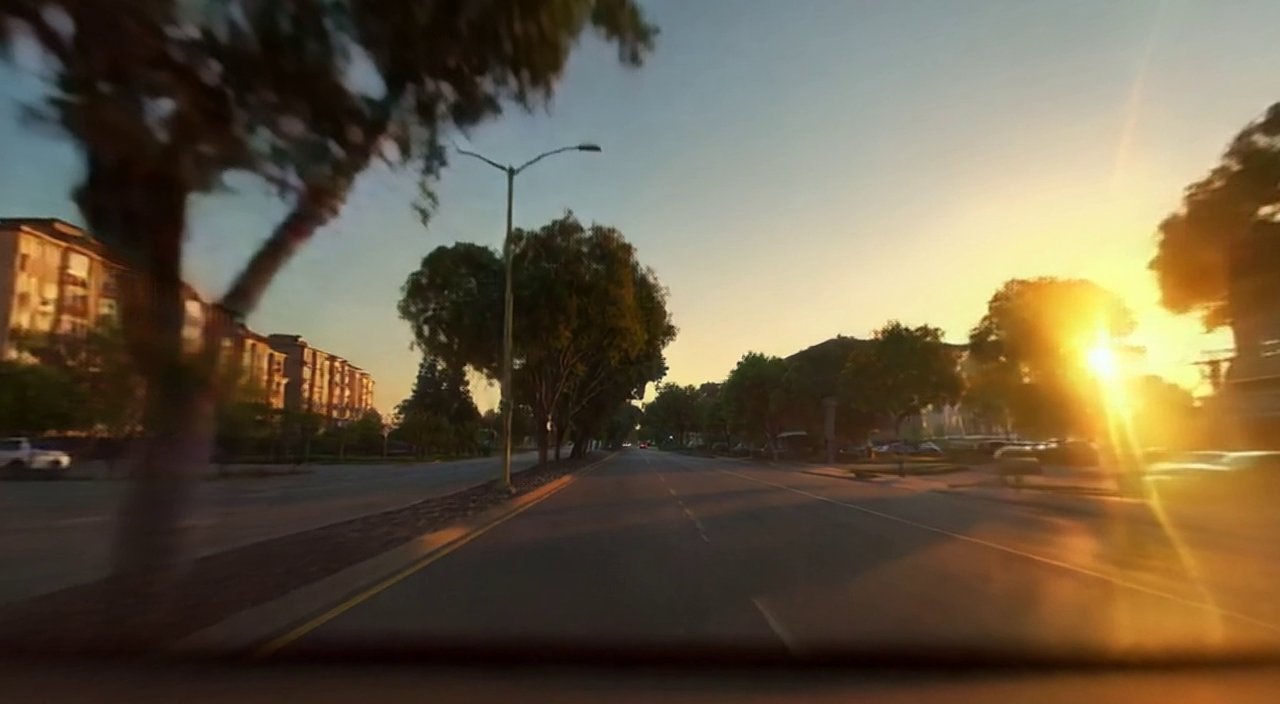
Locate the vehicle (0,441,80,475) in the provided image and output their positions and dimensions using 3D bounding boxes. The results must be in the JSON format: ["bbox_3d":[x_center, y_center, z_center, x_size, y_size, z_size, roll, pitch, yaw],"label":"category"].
[{"bbox_3d":[-29.890,5.015,29.965,4.693,1.572,1.999,0,-9,0],"label":"vehicle"}]

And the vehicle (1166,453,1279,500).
[{"bbox_3d":[20.519,4.080,20.946,4.363,1.427,1.963,0,-9,0],"label":"vehicle"}]
